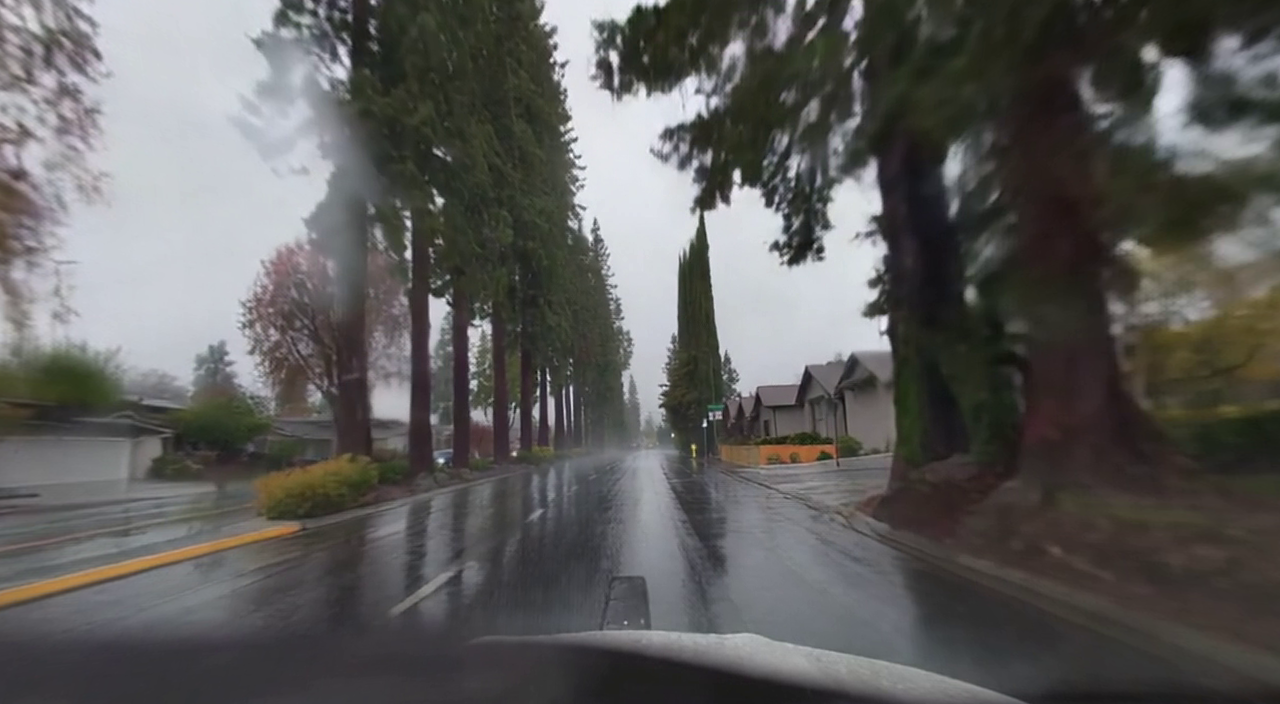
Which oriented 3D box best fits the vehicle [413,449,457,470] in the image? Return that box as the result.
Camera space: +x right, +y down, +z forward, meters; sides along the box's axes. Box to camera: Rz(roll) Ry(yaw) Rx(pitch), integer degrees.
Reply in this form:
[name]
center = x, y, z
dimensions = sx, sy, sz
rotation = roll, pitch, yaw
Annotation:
[vehicle]
center = -15.642, 8.198, 48.383
dimensions = 1.942, 1.481, 4.412
rotation = 0, -8, -1
